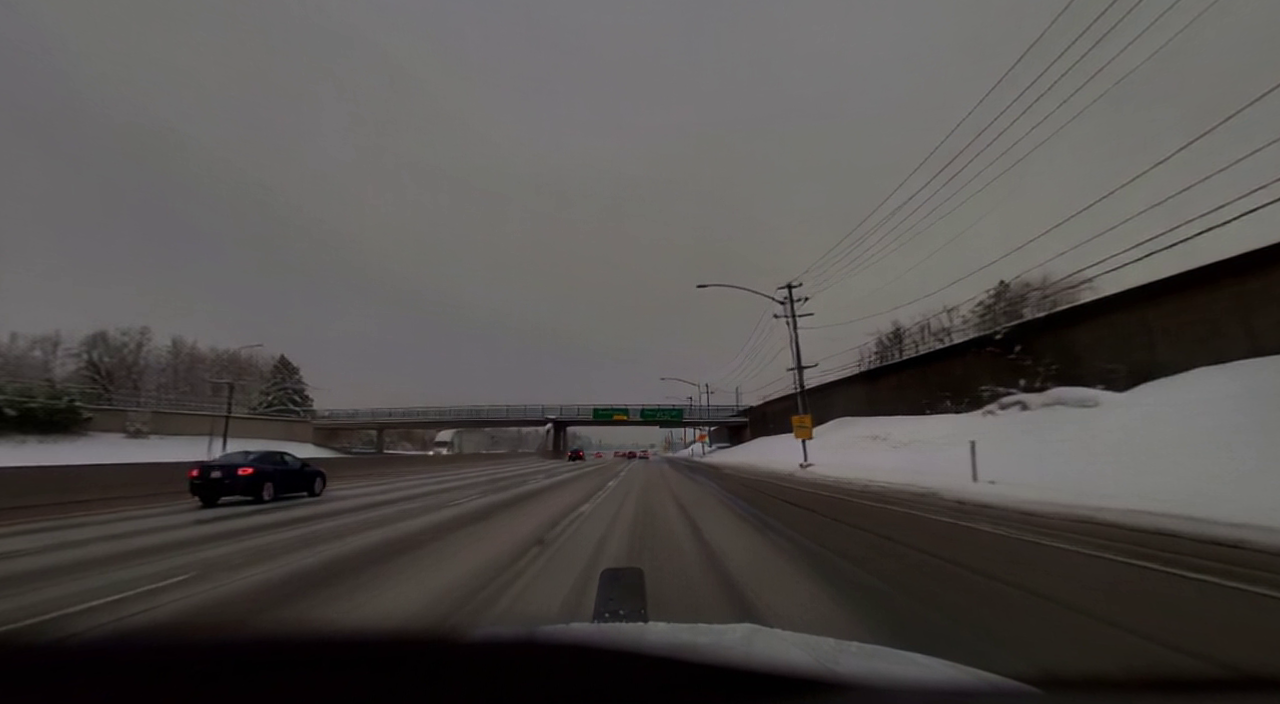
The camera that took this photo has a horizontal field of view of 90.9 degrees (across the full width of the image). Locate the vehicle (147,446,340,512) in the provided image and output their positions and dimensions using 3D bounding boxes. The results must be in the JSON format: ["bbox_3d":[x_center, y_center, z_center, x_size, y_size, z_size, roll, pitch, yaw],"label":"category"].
[{"bbox_3d":[-10.102,3.221,16.623,2.056,1.476,4.562,0,-8,1],"label":"vehicle"}]
